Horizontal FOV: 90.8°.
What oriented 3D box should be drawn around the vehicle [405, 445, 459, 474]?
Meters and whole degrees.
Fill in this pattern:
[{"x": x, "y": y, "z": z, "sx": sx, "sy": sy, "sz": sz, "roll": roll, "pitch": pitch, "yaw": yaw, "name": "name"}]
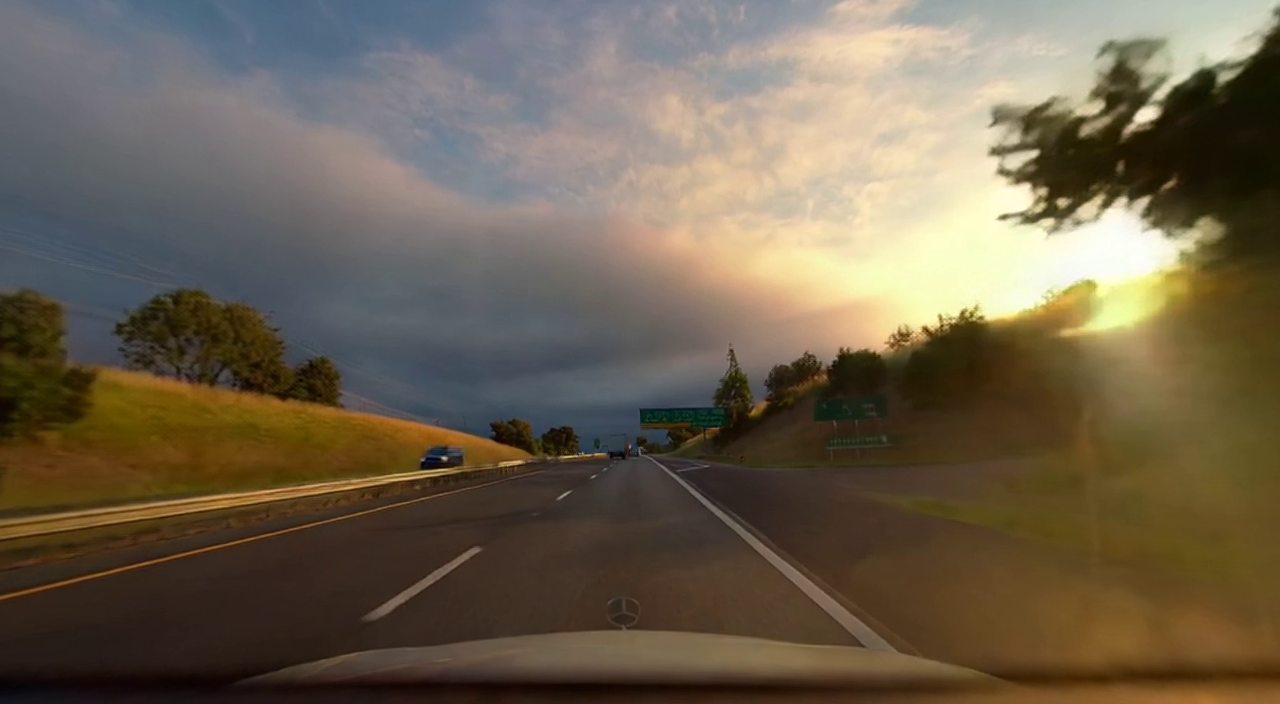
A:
[{"x": -12.121, "y": 6.295, "z": 37.032, "sx": 1.975, "sy": 1.575, "sz": 3.441, "roll": 0, "pitch": -9, "yaw": 0, "name": "vehicle"}]
